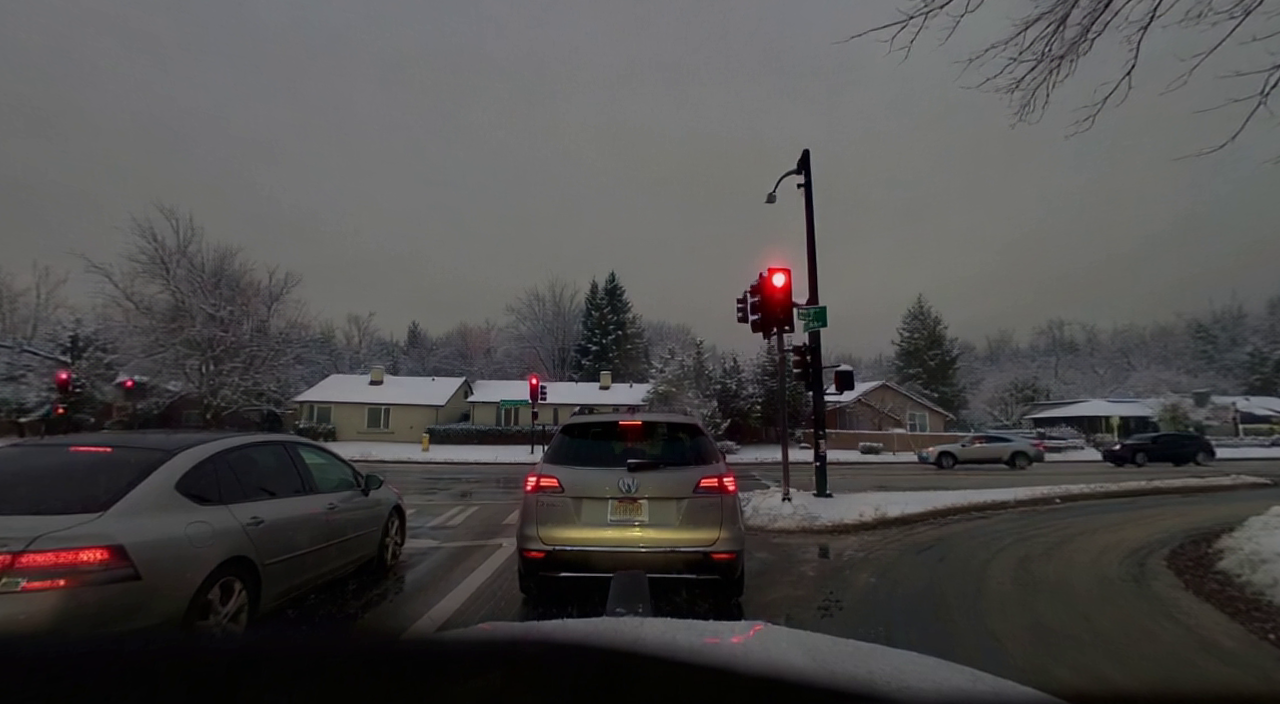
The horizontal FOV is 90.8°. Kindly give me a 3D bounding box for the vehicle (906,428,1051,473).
[{"bbox_3d":[14.109,4.145,26.637,4.887,1.769,2.035,-1,-9,6],"label":"vehicle"}]

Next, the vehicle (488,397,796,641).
[{"bbox_3d":[-0.126,1.469,6.568,2.154,1.670,4.140,1,-9,-4],"label":"vehicle"}]

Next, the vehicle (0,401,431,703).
[{"bbox_3d":[-3.282,1.270,4.718,2.035,1.492,4.415,0,-9,-2],"label":"vehicle"}]

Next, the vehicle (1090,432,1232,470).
[{"bbox_3d":[23.825,4.538,29.043,4.639,1.621,1.867,-1,-9,7],"label":"vehicle"}]
